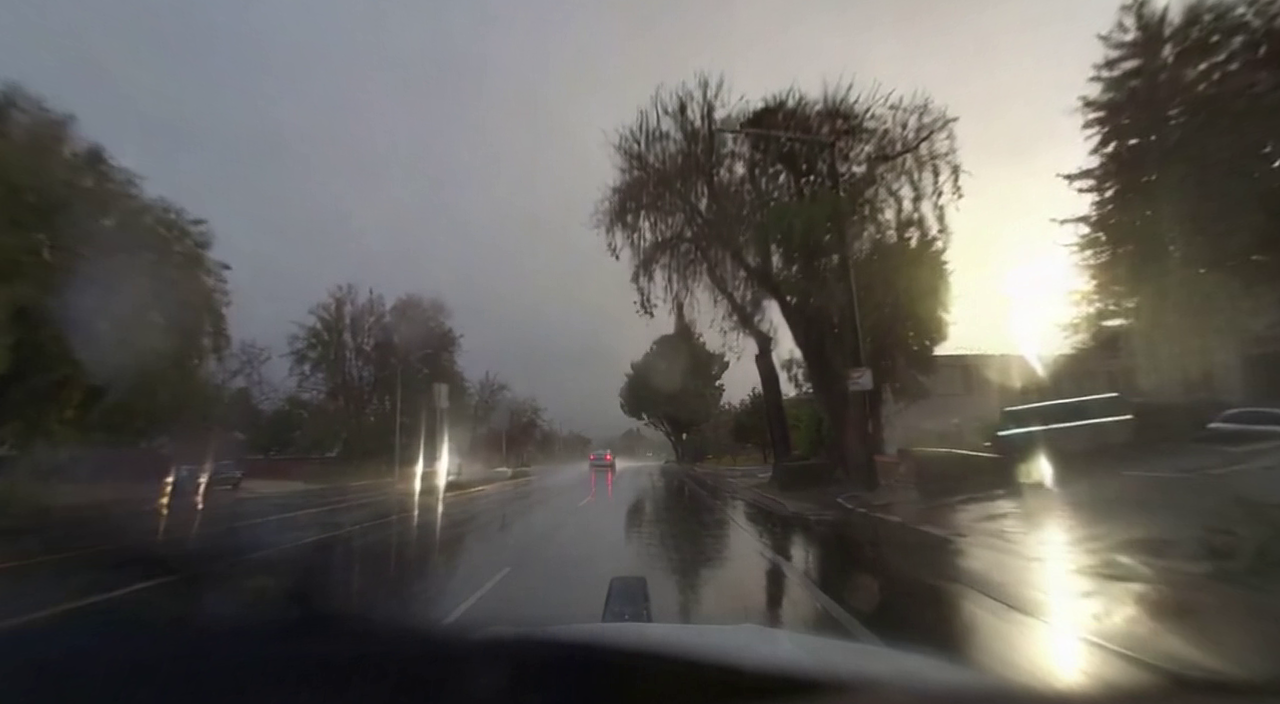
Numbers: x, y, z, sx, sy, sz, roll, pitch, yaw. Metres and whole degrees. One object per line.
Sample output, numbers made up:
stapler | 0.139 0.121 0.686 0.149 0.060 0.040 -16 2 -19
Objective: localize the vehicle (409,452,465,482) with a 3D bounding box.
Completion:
vehicle | -13.056 7.411 40.843 2.005 1.739 4.563 0 -9 2

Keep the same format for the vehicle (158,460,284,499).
vehicle | -19.522 5.946 29.507 4.553 1.681 1.931 -1 -9 4
